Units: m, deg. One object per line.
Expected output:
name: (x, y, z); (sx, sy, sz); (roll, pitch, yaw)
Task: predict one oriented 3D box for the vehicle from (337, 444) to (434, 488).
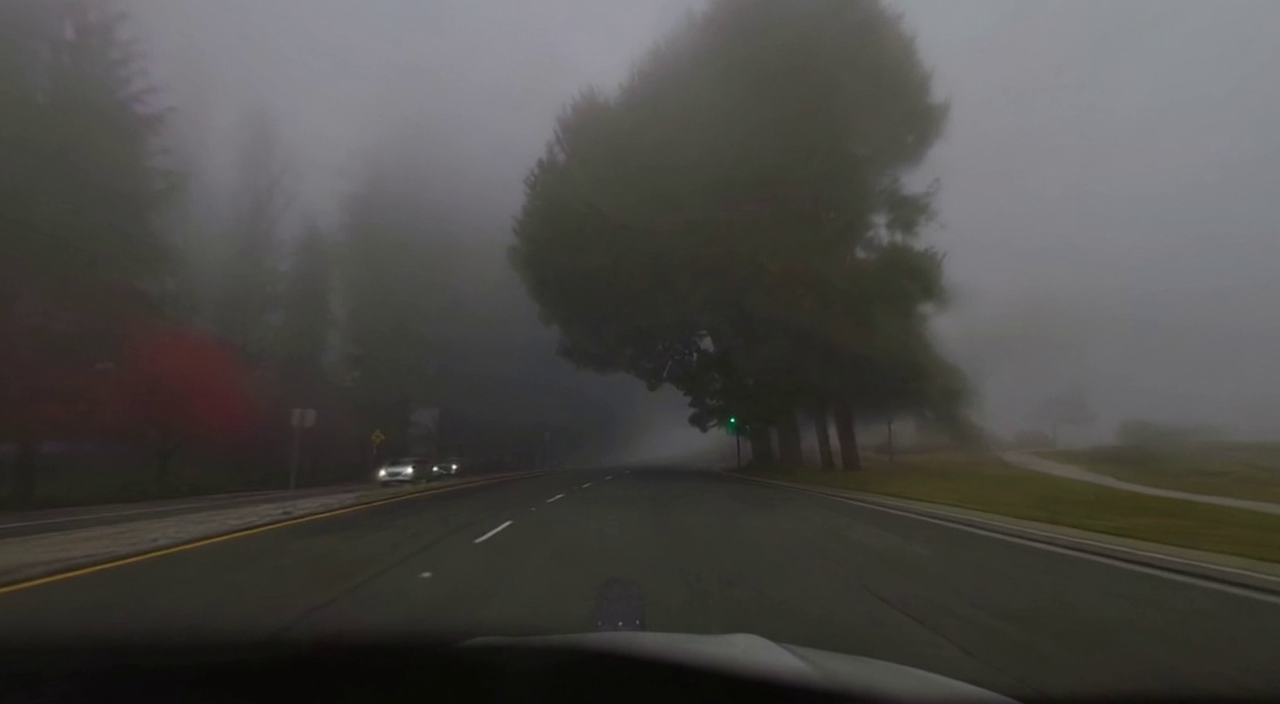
vehicle: (-11.744, 5.262, 29.548); (2.113, 1.788, 4.701); (-4, -9, 8)
